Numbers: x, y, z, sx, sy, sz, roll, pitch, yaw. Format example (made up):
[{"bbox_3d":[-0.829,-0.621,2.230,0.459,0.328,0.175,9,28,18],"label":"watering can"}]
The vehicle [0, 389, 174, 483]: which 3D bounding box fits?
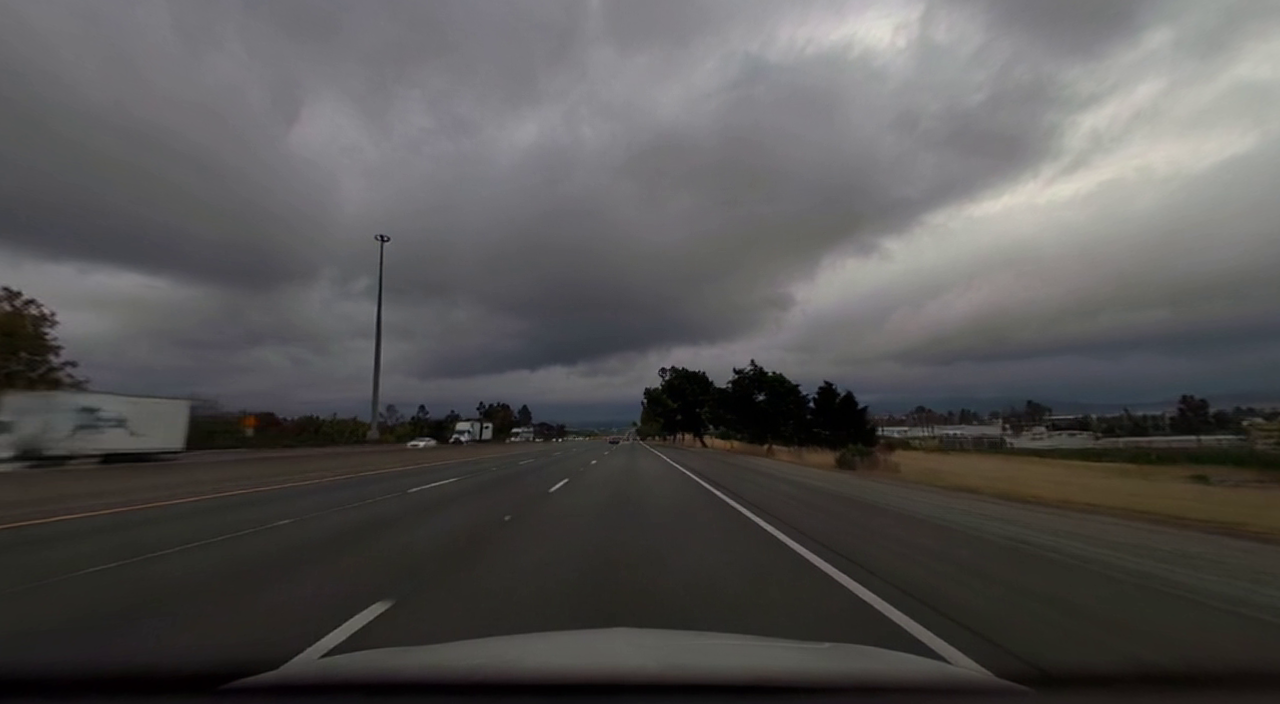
[{"bbox_3d":[-24.812,3.651,27.430,2.904,3.487,7.840,0,-8,-1],"label":"vehicle"}]
